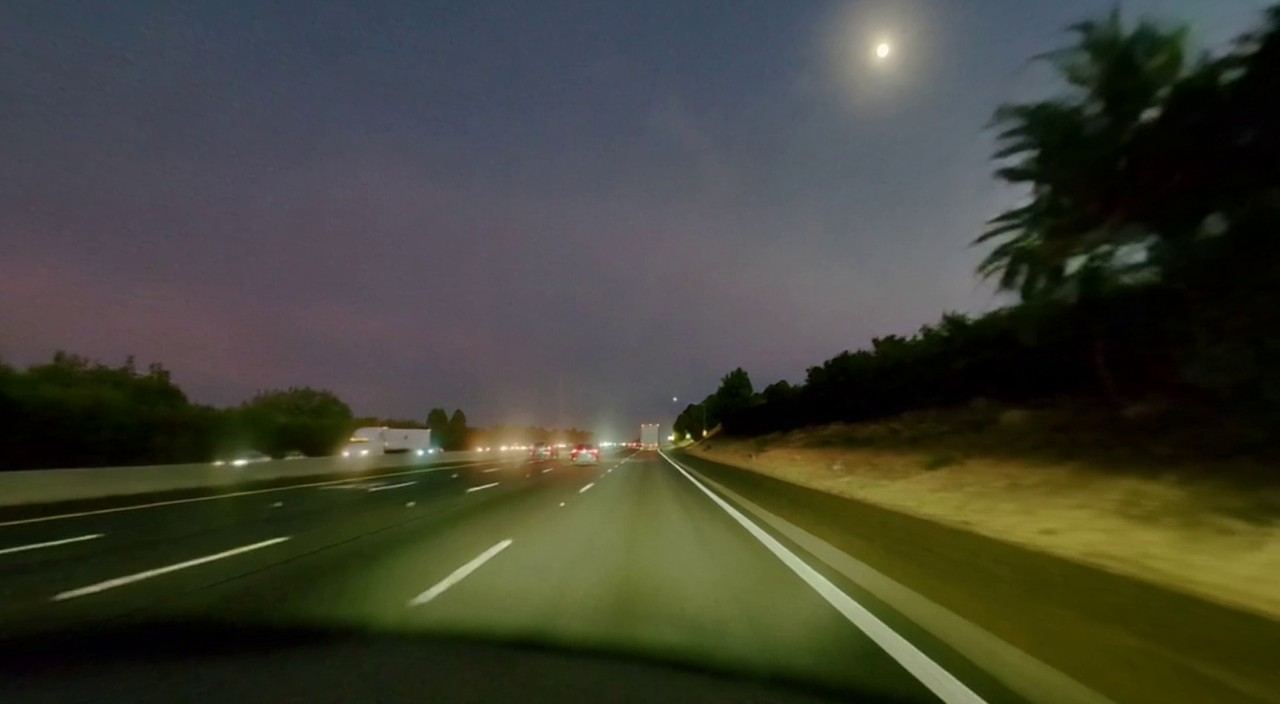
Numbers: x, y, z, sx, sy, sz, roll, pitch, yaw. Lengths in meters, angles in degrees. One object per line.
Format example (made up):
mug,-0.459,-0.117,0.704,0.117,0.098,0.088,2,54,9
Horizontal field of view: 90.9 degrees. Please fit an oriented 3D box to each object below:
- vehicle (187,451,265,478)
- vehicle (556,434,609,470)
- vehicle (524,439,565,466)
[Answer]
vehicle,-28.512,7.704,43.628,1.958,1.678,4.924,0,-8,1
vehicle,-3.009,5.397,34.186,2.283,1.802,4.810,0,-8,2
vehicle,-6.368,6.788,42.631,2.062,1.691,4.278,0,-8,1
